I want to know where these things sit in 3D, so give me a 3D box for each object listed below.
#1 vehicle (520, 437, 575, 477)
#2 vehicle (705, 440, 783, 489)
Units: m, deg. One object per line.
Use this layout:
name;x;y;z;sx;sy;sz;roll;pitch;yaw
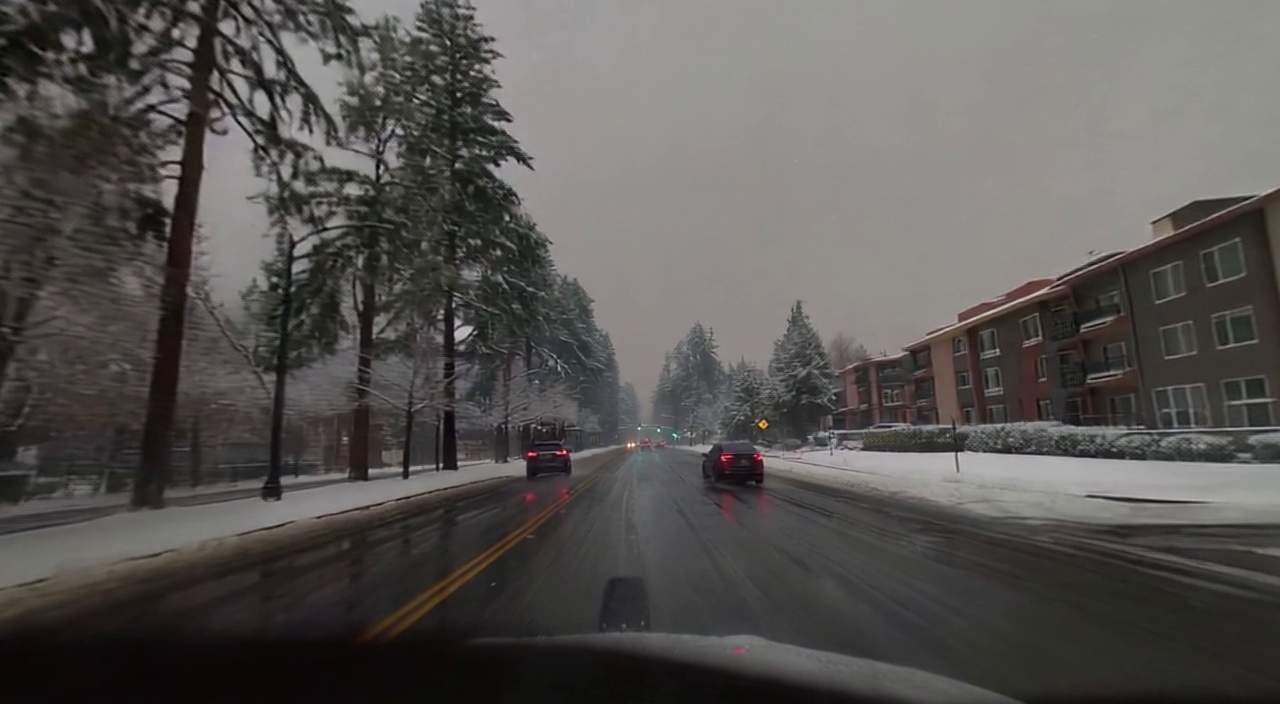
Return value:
vehicle;-4.578;5.282;32.008;2.216;1.828;4.886;0;-9;-2
vehicle;3.476;3.837;21.881;1.945;1.530;4.320;0;-8;0
